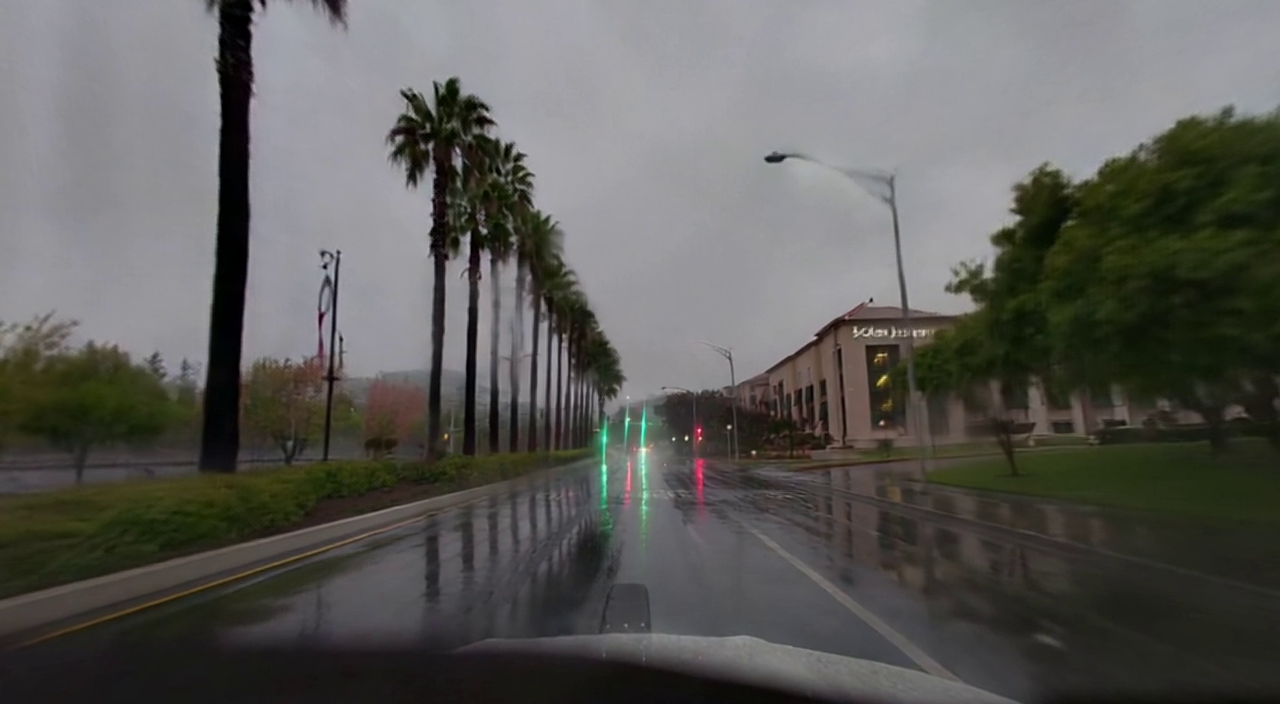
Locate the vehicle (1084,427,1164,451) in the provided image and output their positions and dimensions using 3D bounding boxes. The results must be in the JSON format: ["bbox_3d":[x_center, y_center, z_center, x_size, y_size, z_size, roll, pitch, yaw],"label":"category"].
[{"bbox_3d":[34.517,6.265,45.161,1.820,1.571,4.697,0,-9,-3],"label":"vehicle"}]
